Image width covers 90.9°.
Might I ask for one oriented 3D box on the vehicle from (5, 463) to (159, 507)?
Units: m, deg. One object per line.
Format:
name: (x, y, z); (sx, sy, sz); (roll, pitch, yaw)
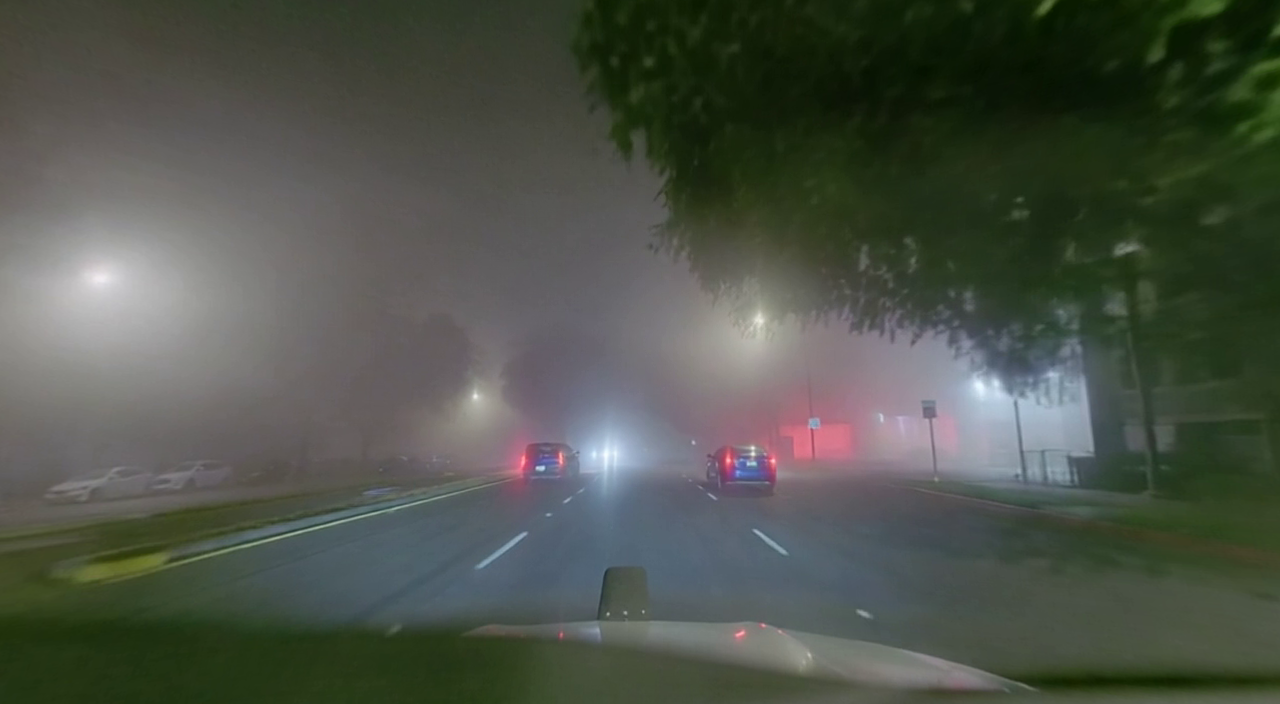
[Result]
vehicle: (-22.563, 5.358, 25.808); (2.059, 1.463, 4.780); (0, -8, -2)

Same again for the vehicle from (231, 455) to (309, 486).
vehicle: (-22.476, 7.190, 38.512); (1.922, 1.682, 4.638); (0, -8, 0)

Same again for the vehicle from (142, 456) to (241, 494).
vehicle: (-22.657, 6.204, 32.064); (1.853, 1.693, 4.233); (0, -8, 1)

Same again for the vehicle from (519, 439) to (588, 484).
vehicle: (-3.368, 4.362, 25.402); (2.113, 1.626, 4.129); (0, -8, 1)

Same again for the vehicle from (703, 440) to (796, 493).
vehicle: (3.325, 3.562, 20.095); (2.083, 1.474, 4.360); (0, -8, -1)
